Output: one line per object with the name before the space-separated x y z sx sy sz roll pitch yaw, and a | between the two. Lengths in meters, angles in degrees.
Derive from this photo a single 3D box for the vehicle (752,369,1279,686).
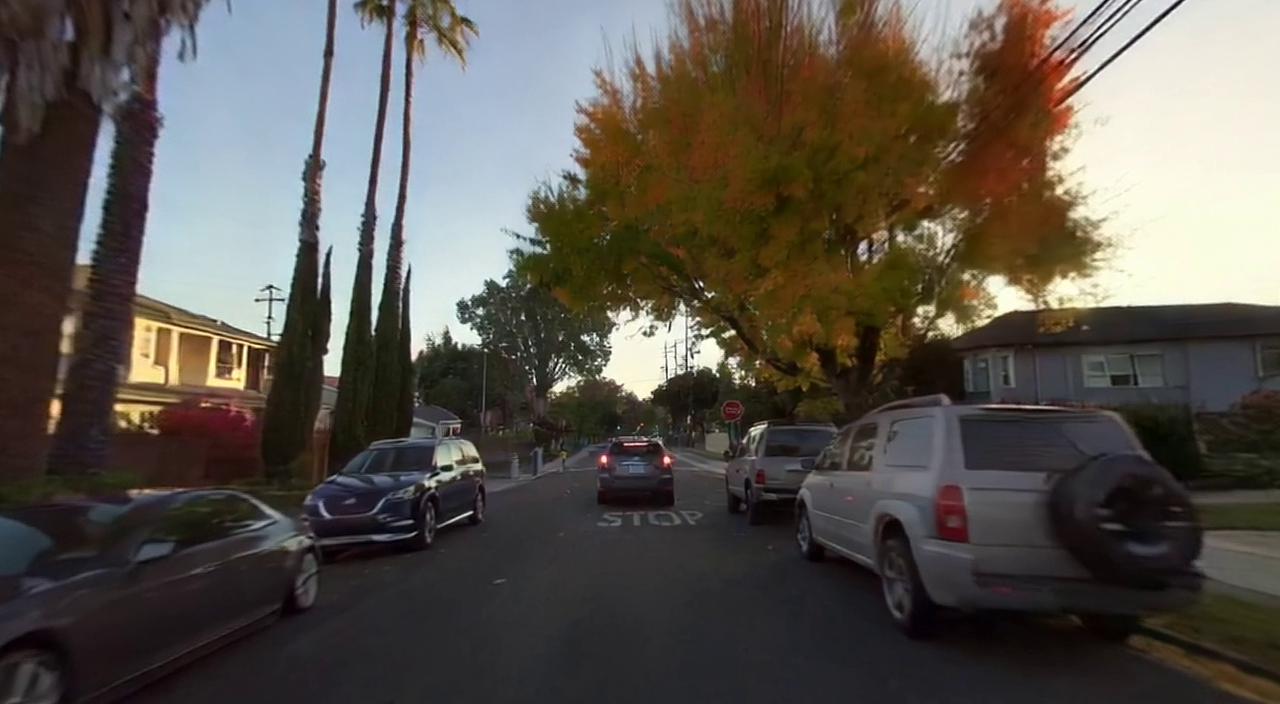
vehicle | 2.530 1.271 5.766 2.136 1.650 4.837 0 -8 0

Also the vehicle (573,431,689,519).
vehicle | -0.171 2.441 12.973 2.010 1.499 4.107 0 -9 0

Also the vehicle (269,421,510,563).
vehicle | -3.393 1.964 9.526 1.965 1.657 4.104 0 -8 0

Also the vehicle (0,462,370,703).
vehicle | -3.357 1.386 3.850 1.728 1.305 3.805 0 -8 0

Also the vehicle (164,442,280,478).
vehicle | -20.972 5.431 31.634 4.557 1.618 1.846 -2 -9 2
